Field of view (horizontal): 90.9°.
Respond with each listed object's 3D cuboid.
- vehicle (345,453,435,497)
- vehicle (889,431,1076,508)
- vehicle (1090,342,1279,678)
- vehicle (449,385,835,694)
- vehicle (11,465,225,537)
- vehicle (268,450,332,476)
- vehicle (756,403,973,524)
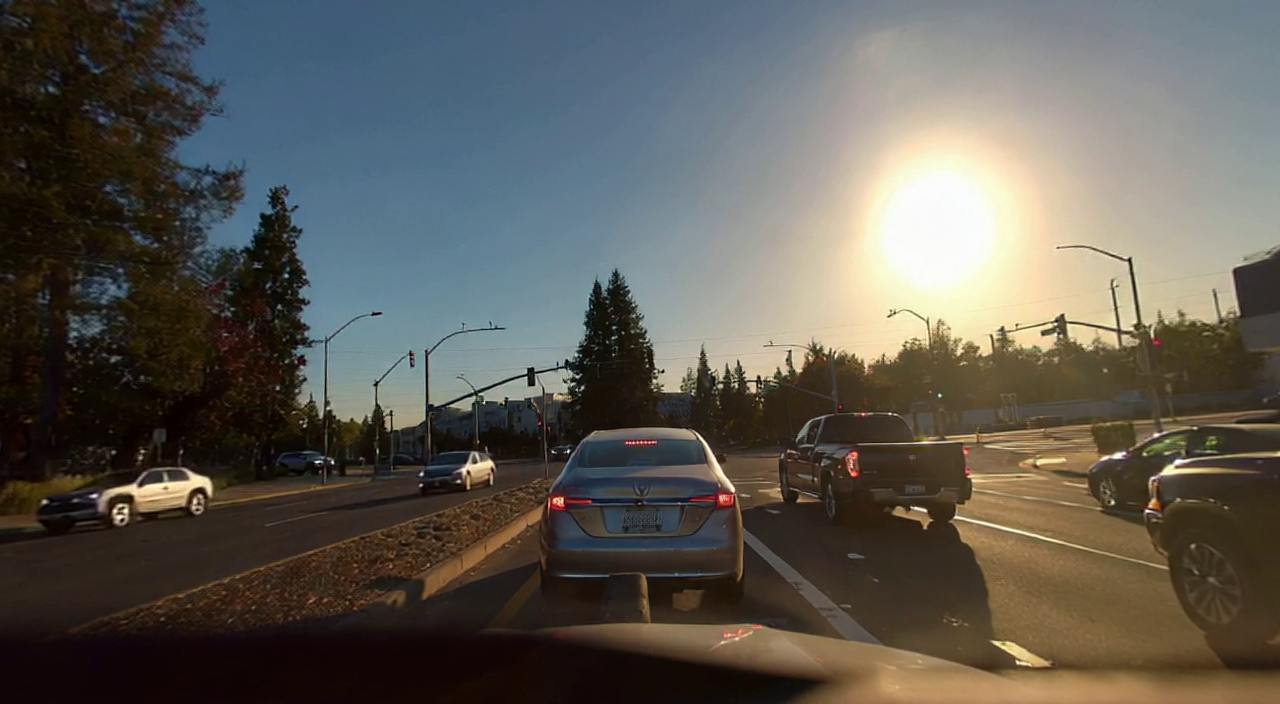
[{"bbox_3d":[-9.717,4.784,24.910,1.806,1.473,4.303,0,-8,0],"label":"vehicle"},{"bbox_3d":[7.593,2.628,14.608,1.856,1.487,4.454,0,-8,1],"label":"vehicle"},{"bbox_3d":[4.452,0.714,2.463,2.019,1.803,4.634,-1,-8,2],"label":"vehicle"},{"bbox_3d":[-0.023,1.314,5.523,2.116,1.677,3.948,0,-8,-1],"label":"vehicle"},{"bbox_3d":[-13.781,3.910,17.109,1.935,1.518,4.415,-1,-8,2],"label":"vehicle"},{"bbox_3d":[-24.059,7.838,44.813,1.798,1.706,4.385,-1,-8,6],"label":"vehicle"},{"bbox_3d":[4.166,2.214,13.106,2.319,1.930,5.651,0,-8,-1],"label":"vehicle"}]
